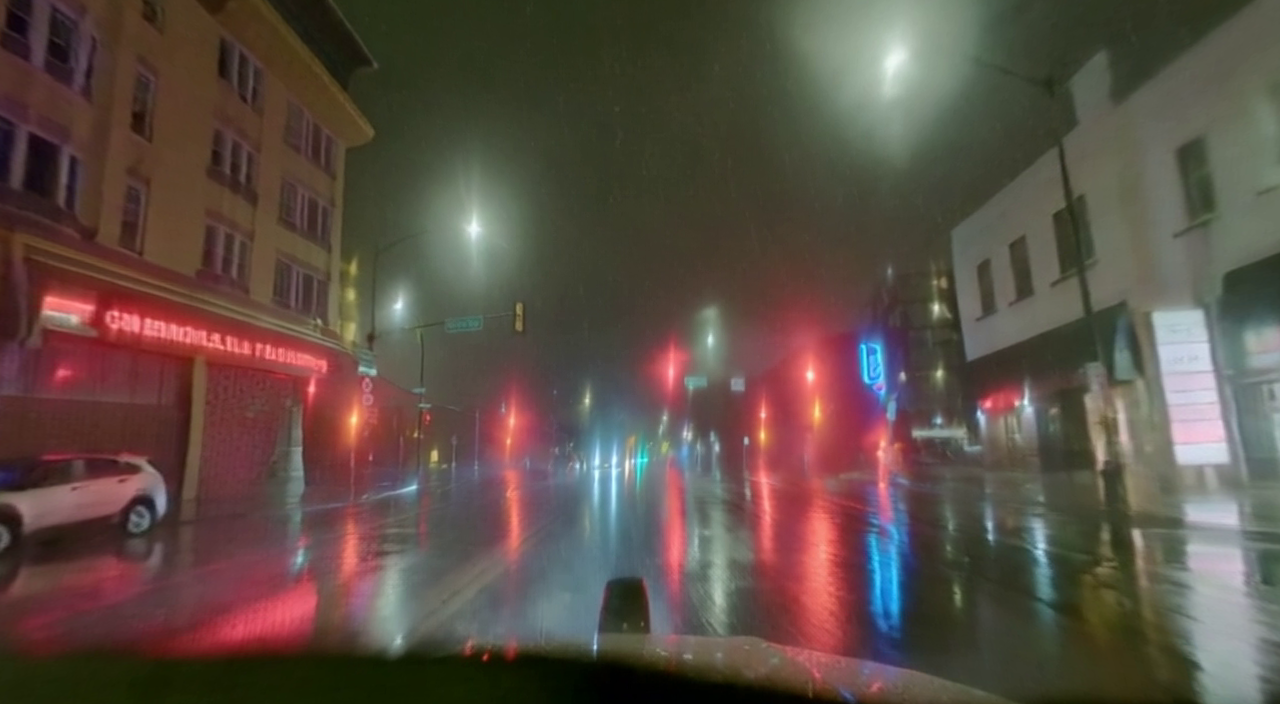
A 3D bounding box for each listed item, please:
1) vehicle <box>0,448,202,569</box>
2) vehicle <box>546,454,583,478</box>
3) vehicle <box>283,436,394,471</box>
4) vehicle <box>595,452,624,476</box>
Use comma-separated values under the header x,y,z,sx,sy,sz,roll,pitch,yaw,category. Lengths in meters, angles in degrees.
x,y,z,sx,sy,sz,roll,pitch,yaw,category
-9.320,2.278,9.739,1.908,1.529,4.522,0,-8,-1,vehicle
-5.774,8.763,48.675,2.167,1.643,4.518,-1,-8,2,vehicle
-17.587,5.933,36.969,5.376,1.994,2.196,0,-8,2,vehicle
-2.302,8.612,48.669,1.981,1.625,4.399,0,-8,0,vehicle
